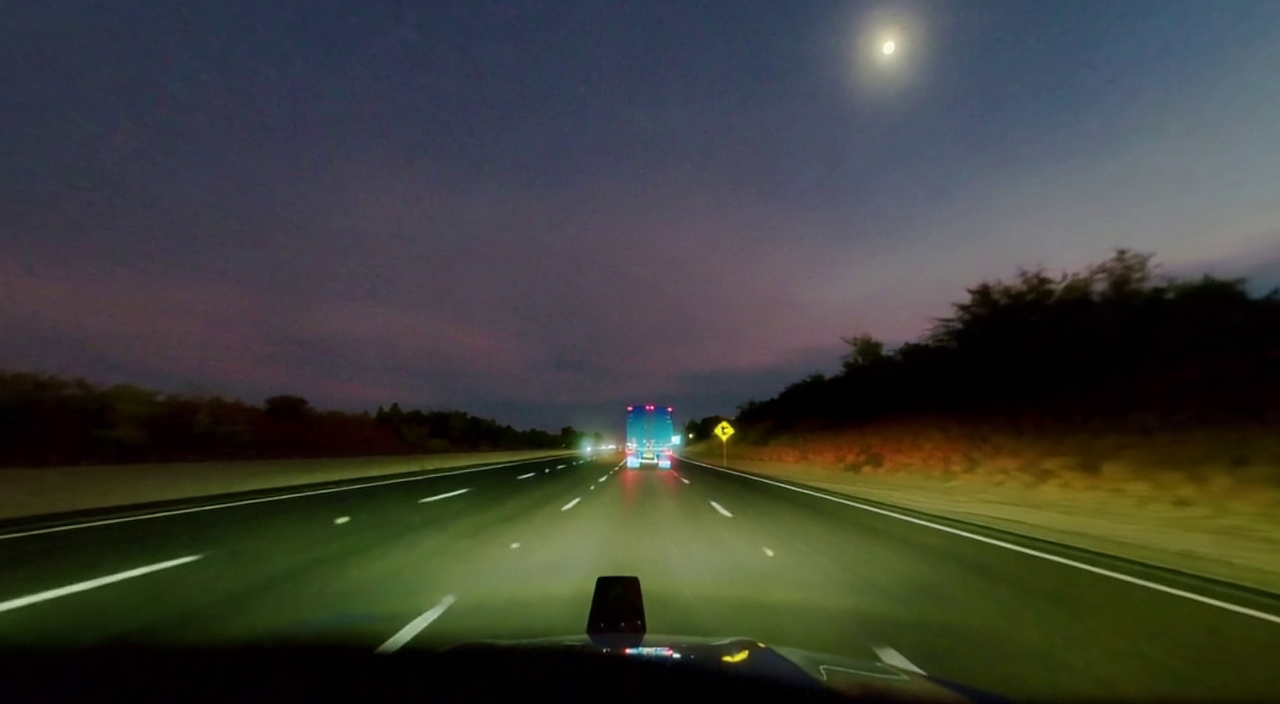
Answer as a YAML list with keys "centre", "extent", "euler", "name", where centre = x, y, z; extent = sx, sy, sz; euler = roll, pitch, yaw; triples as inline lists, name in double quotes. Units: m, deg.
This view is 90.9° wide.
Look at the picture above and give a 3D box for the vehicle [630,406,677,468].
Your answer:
- centre: [0.823, 6.432, 46.908]
  extent: [3.055, 4.009, 10.972]
  euler: [0, -9, -1]
  name: "vehicle"
